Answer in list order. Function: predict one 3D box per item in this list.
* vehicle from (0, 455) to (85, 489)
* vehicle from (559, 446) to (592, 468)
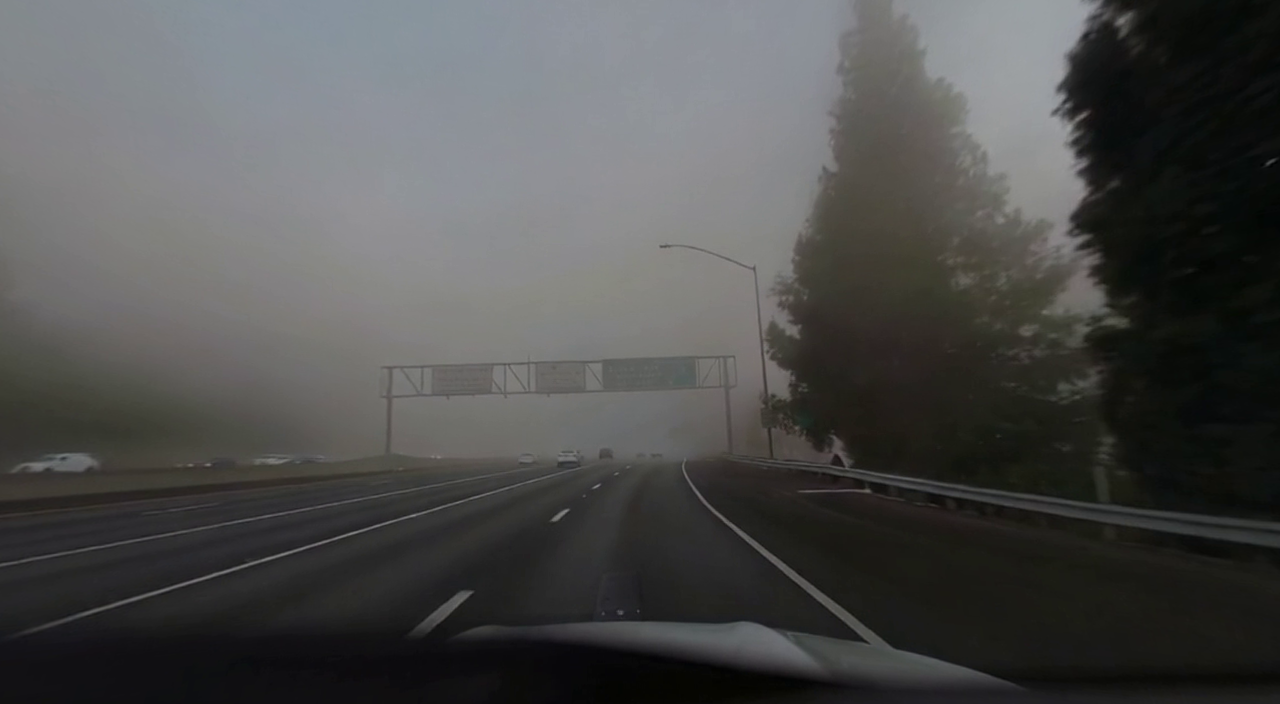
[{"bbox_3d":[-34.699,6.757,35.839,2.189,1.710,4.614,-1,-9,1],"label":"vehicle"},{"bbox_3d":[-4.748,7.852,47.276,2.271,1.537,4.029,0,-9,-3],"label":"vehicle"}]
